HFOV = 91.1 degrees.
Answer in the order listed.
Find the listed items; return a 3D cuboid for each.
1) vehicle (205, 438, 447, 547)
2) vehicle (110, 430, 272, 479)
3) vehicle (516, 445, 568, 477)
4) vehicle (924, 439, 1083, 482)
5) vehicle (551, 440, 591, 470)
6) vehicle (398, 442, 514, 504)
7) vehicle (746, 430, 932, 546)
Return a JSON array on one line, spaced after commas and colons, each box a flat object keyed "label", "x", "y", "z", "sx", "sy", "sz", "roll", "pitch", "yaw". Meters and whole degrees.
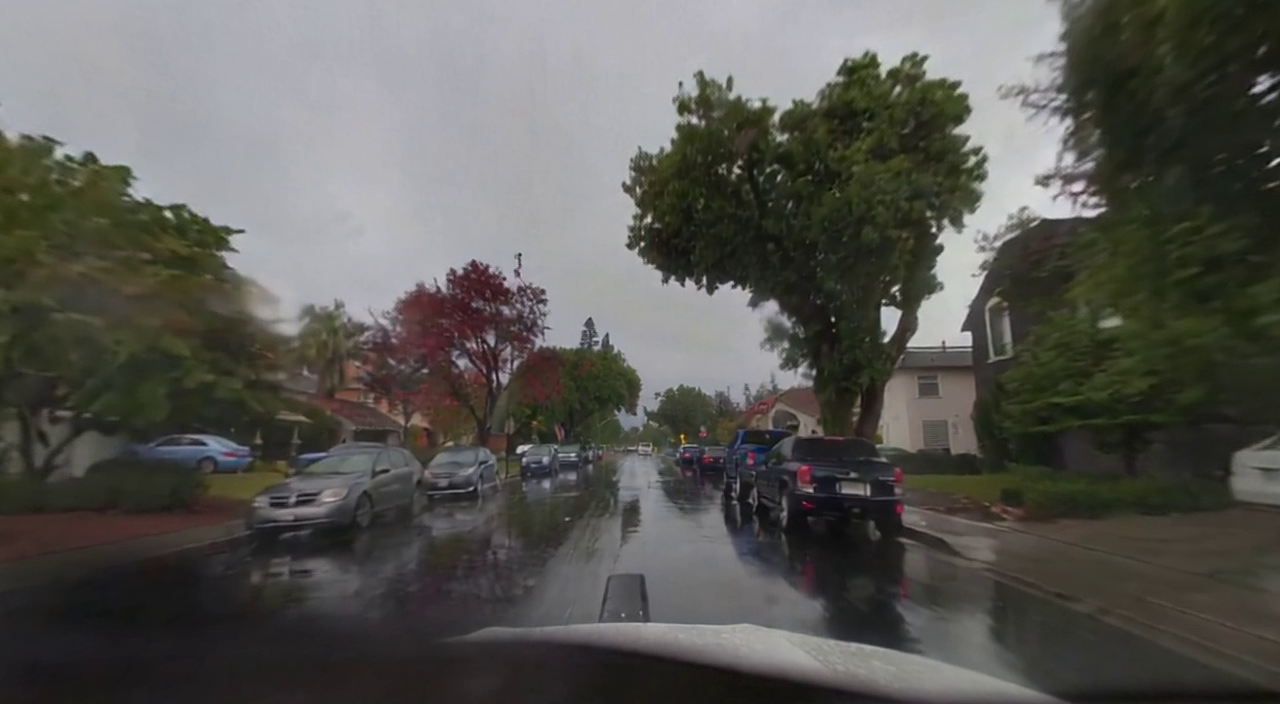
[{"label": "vehicle", "x": -5.410, "y": 2.446, "z": 11.704, "sx": 1.899, "sy": 1.538, "sz": 4.611, "roll": 1, "pitch": -9, "yaw": 3}, {"label": "vehicle", "x": -17.459, "y": 3.999, "z": 24.610, "sx": 4.731, "sy": 1.817, "sz": 2.025, "roll": 0, "pitch": -9, "yaw": 0}, {"label": "vehicle", "x": -5.164, "y": 5.771, "z": 33.570, "sx": 1.872, "sy": 1.515, "sz": 4.535, "roll": 1, "pitch": -8, "yaw": 2}, {"label": "vehicle", "x": 13.741, "y": 4.119, "z": 23.984, "sx": 4.775, "sy": 1.514, "sz": 1.986, "roll": 0, "pitch": -9, "yaw": 1}, {"label": "vehicle", "x": -4.686, "y": 7.112, "z": 43.592, "sx": 2.162, "sy": 1.857, "sz": 4.758, "roll": 2, "pitch": -8, "yaw": 1}, {"label": "vehicle", "x": -5.259, "y": 3.483, "z": 18.665, "sx": 1.895, "sy": 1.530, "sz": 4.496, "roll": 1, "pitch": -8, "yaw": 2}, {"label": "vehicle", "x": 3.199, "y": 2.276, "z": 11.231, "sx": 1.914, "sy": 1.631, "sz": 4.558, "roll": 0, "pitch": -9, "yaw": 1}]
